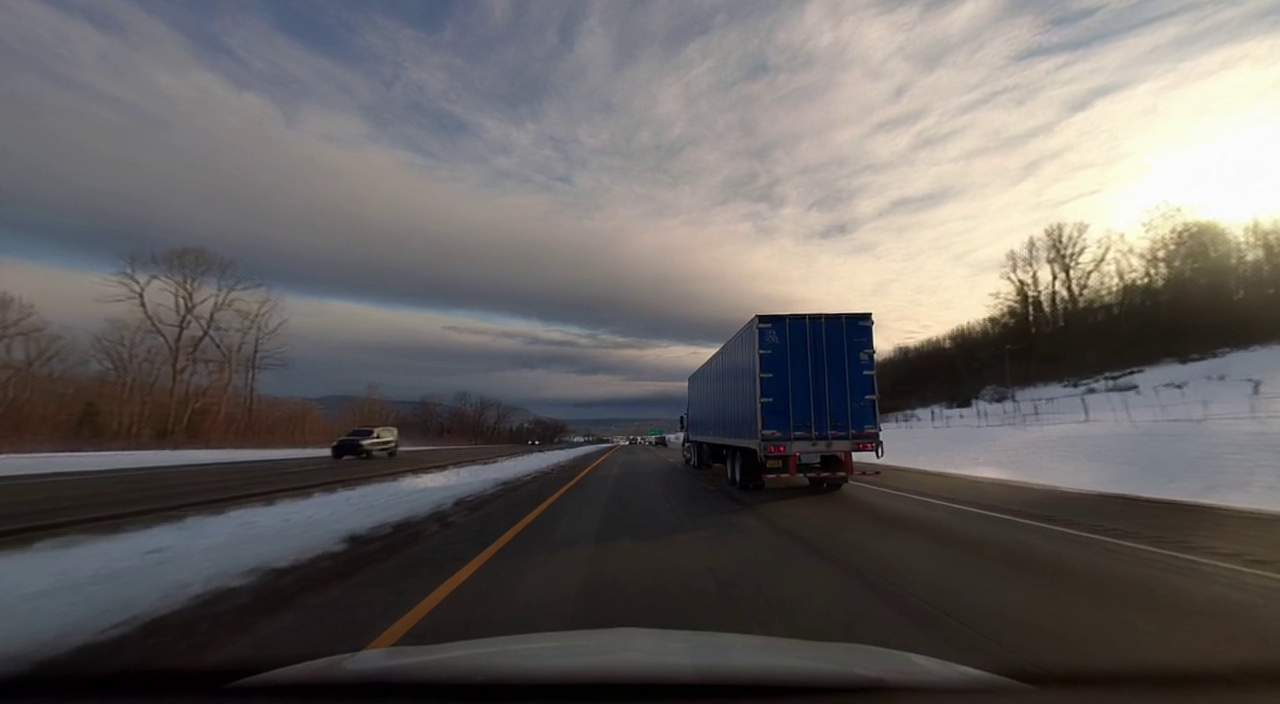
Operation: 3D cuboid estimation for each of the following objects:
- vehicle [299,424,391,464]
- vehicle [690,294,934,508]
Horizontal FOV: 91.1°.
[{"bbox_3d":[-12.580,3.948,27.129,1.881,1.571,4.245,0,-8,0],"label":"vehicle"},{"bbox_3d":[4.072,2.086,21.100,3.203,4.273,17.131,0,-8,-1],"label":"vehicle"}]
